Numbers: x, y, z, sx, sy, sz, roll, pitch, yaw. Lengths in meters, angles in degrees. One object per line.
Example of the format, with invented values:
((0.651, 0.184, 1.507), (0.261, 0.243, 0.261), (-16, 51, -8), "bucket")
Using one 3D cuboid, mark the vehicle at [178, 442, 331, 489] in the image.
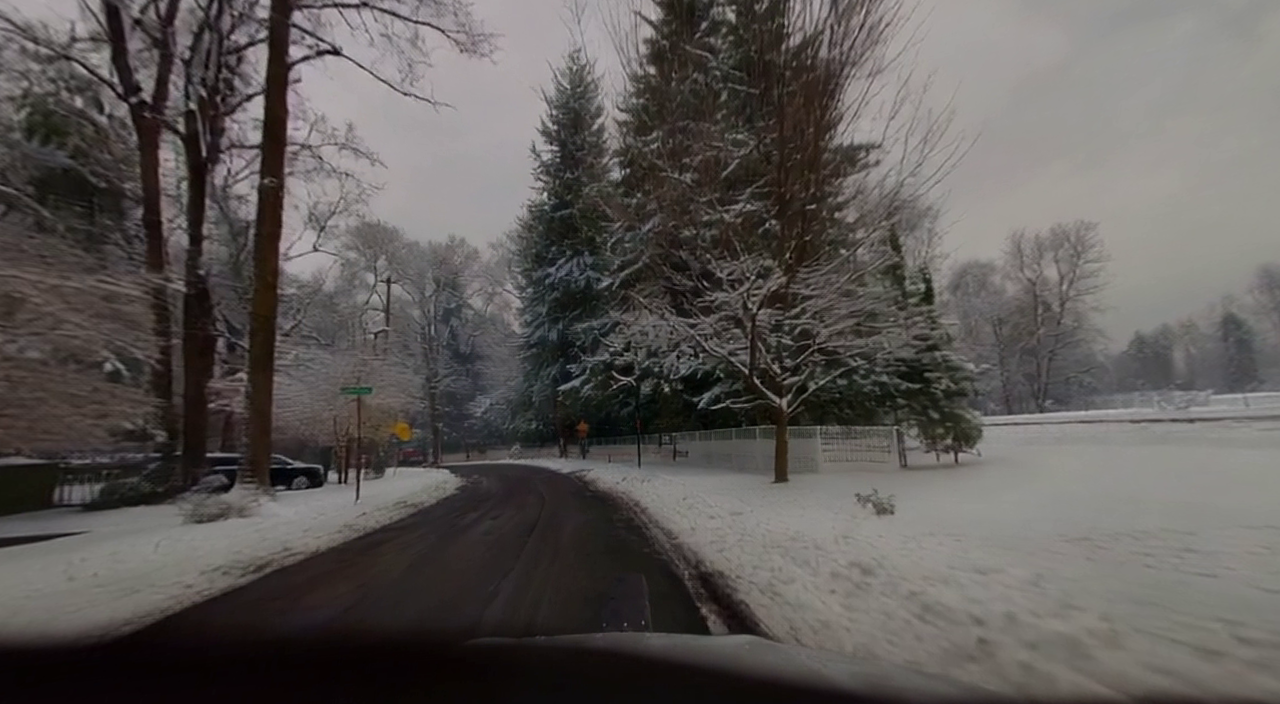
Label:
((-14.438, 4.248, 23.853), (4.471, 1.638, 1.877), (1, -8, -8), "vehicle")
